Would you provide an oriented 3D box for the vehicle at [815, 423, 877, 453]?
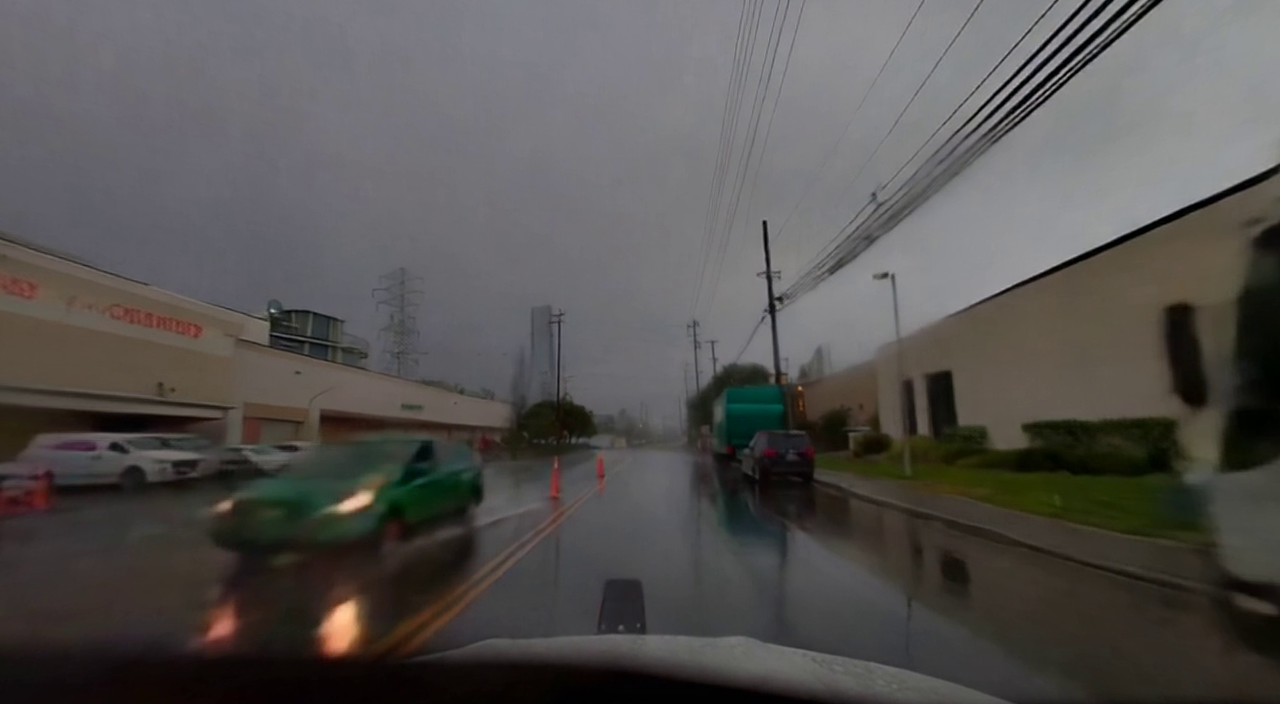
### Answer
[{"bbox_3d":[12.429,5.254,38.502,1.913,1.672,4.770,0,-8,-3],"label":"vehicle"}]

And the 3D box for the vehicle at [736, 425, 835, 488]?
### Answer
[{"bbox_3d":[4.316,3.182,19.546,1.892,1.696,4.332,0,-8,-2],"label":"vehicle"}]

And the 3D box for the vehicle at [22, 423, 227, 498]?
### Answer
[{"bbox_3d":[-16.344,3.519,20.598,2.150,1.999,5.425,3,-9,-2],"label":"vehicle"}]

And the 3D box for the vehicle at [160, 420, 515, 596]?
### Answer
[{"bbox_3d":[-3.043,1.661,7.695,1.988,1.479,4.485,-1,-8,2],"label":"vehicle"}]

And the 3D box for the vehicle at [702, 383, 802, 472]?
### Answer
[{"bbox_3d":[4.486,3.342,27.105,3.058,3.269,7.674,0,-9,2],"label":"vehicle"}]

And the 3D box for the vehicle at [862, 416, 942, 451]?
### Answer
[{"bbox_3d":[20.274,6.316,49.082,5.359,2.321,2.243,2,-7,9],"label":"vehicle"}]
